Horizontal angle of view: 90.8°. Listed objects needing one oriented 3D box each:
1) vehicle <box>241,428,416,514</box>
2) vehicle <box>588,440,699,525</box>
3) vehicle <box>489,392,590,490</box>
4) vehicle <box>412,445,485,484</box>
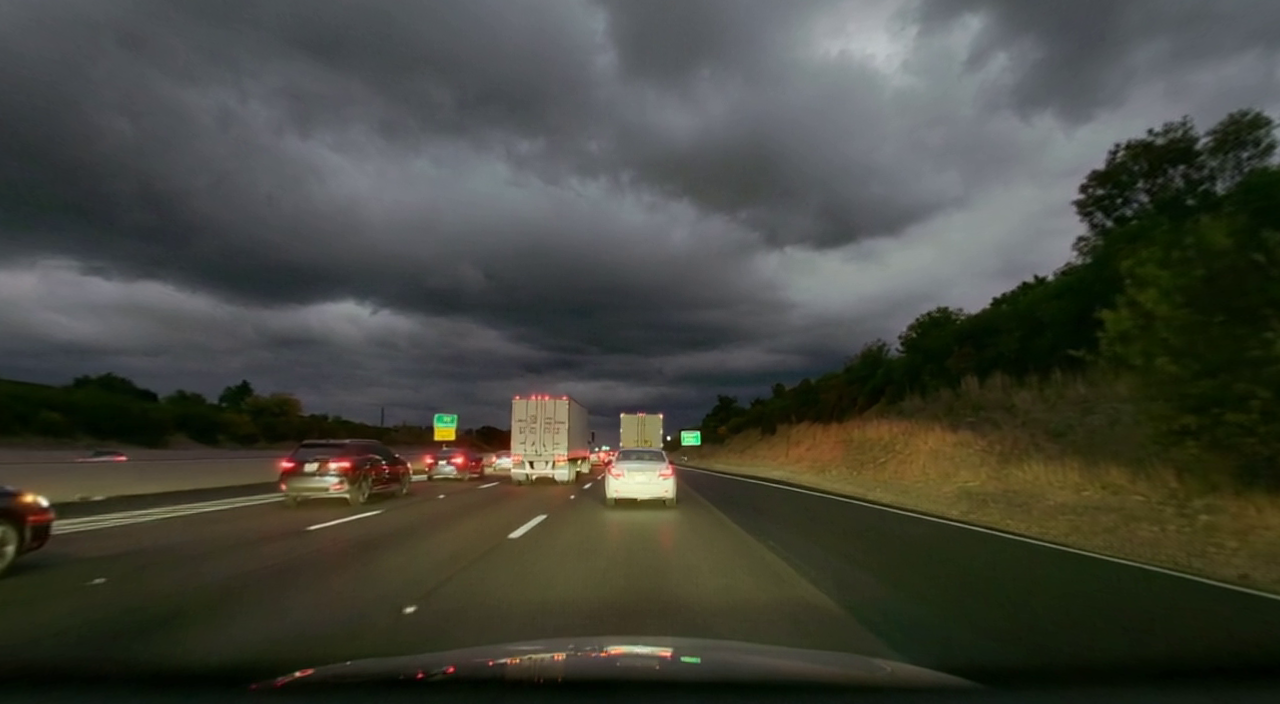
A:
[{"bbox_3d":[-7.256,2.810,15.332,1.952,1.746,4.332,-1,-9,1],"label":"vehicle"},{"bbox_3d":[0.051,2.631,13.141,1.995,1.495,3.380,0,-9,0],"label":"vehicle"},{"bbox_3d":[-3.755,3.606,25.419,2.812,3.342,7.248,0,-9,0],"label":"vehicle"},{"bbox_3d":[-8.021,4.728,26.826,1.880,1.512,3.758,-1,-9,1],"label":"vehicle"}]
